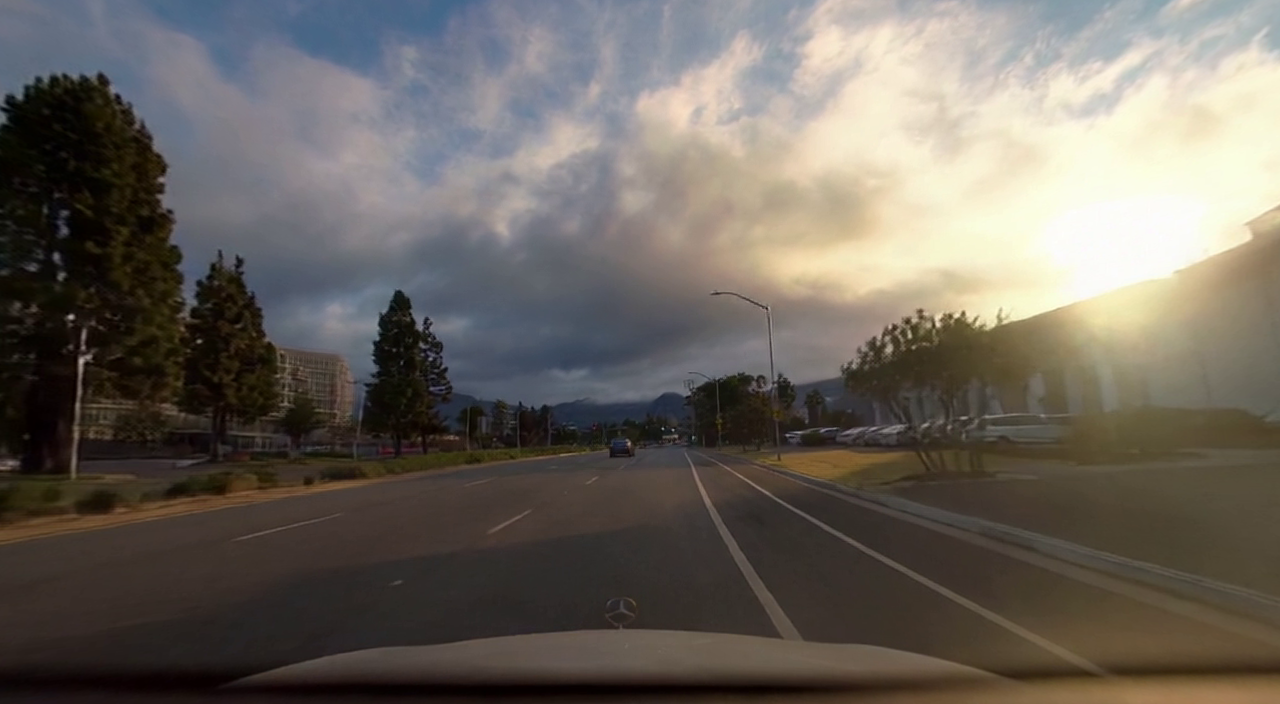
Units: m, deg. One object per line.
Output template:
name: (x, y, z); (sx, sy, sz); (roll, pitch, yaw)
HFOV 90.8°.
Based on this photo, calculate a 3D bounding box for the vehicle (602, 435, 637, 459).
vehicle: (-1.379, 6.760, 44.983); (2.121, 1.654, 3.993); (-1, -8, 4)
